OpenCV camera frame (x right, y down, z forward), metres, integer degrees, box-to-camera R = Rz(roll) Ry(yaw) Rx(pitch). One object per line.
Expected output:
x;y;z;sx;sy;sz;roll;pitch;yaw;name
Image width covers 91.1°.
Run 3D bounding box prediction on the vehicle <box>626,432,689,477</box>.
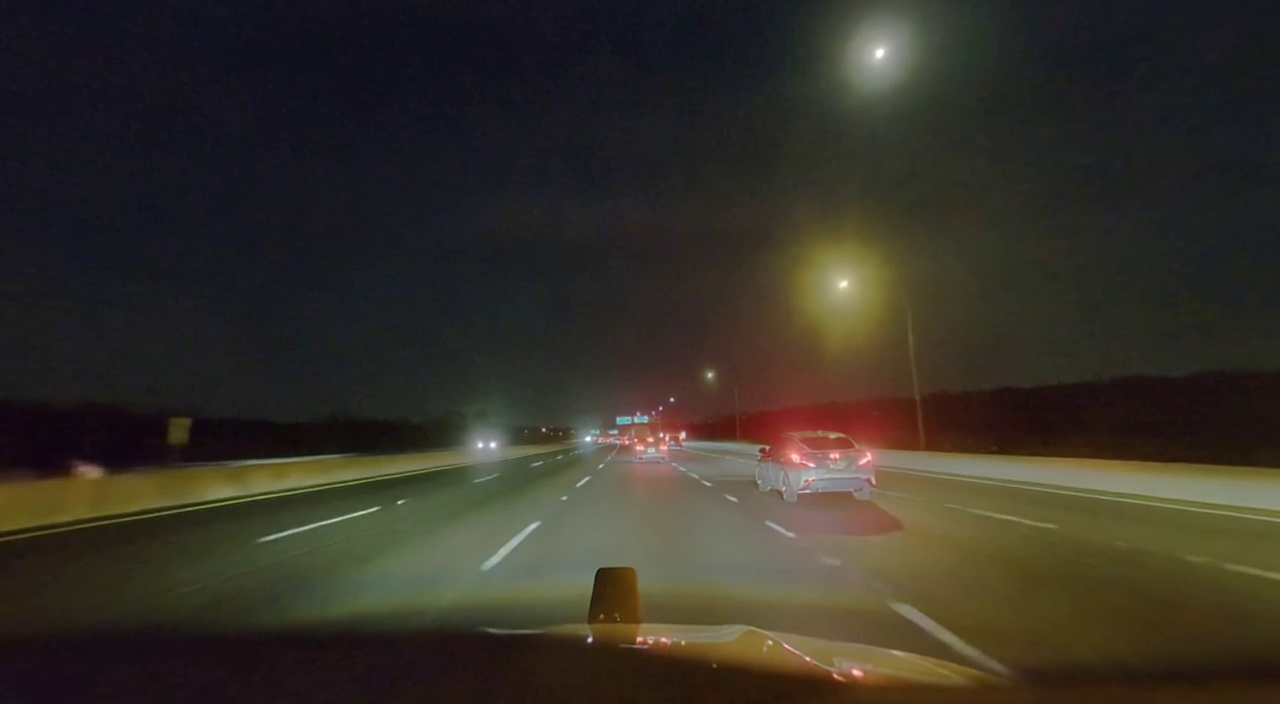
0.534;3.650;22.669;2.046;1.467;3.844;0;-8;-2;vehicle
